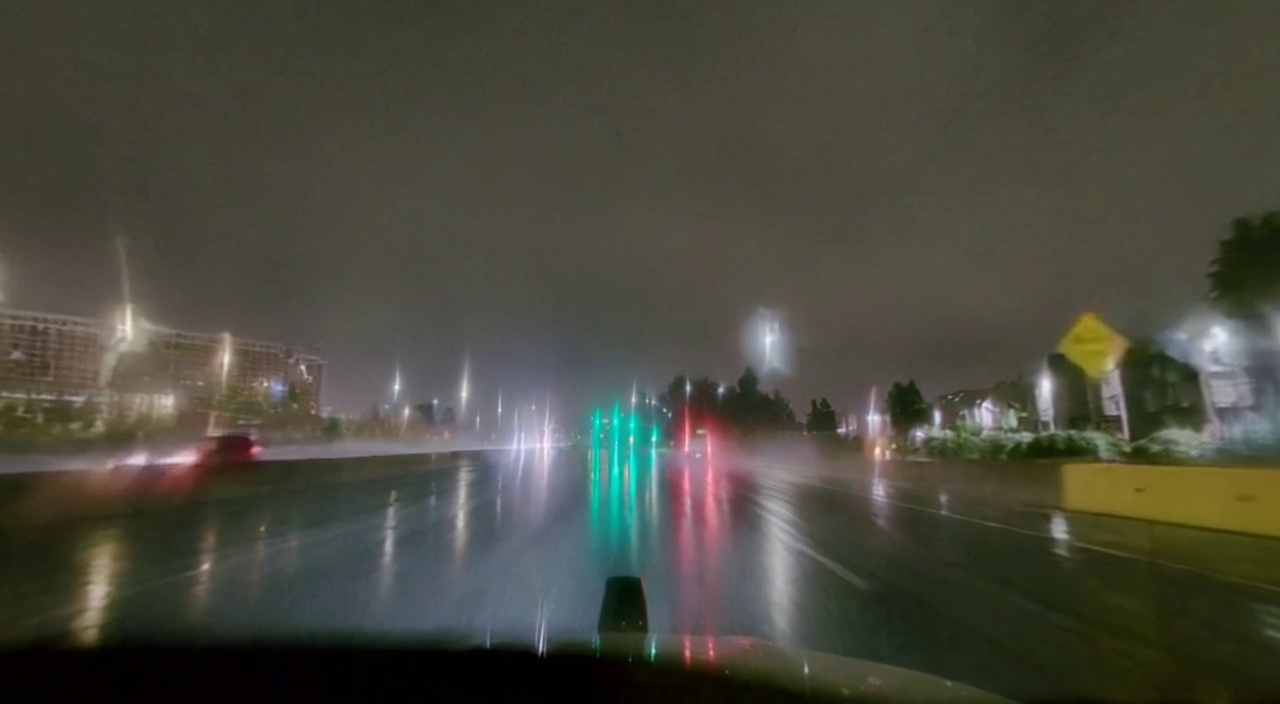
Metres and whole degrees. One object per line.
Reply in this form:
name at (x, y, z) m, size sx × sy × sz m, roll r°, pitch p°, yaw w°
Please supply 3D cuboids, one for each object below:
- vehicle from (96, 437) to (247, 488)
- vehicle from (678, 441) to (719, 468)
vehicle at (-16.576, 3.909, 22.685) m, size 1.986 × 1.618 × 4.467 m, roll 0°, pitch -9°, yaw 0°
vehicle at (3.484, 6.189, 38.242) m, size 1.926 × 1.477 × 4.025 m, roll 0°, pitch -9°, yaw -2°
